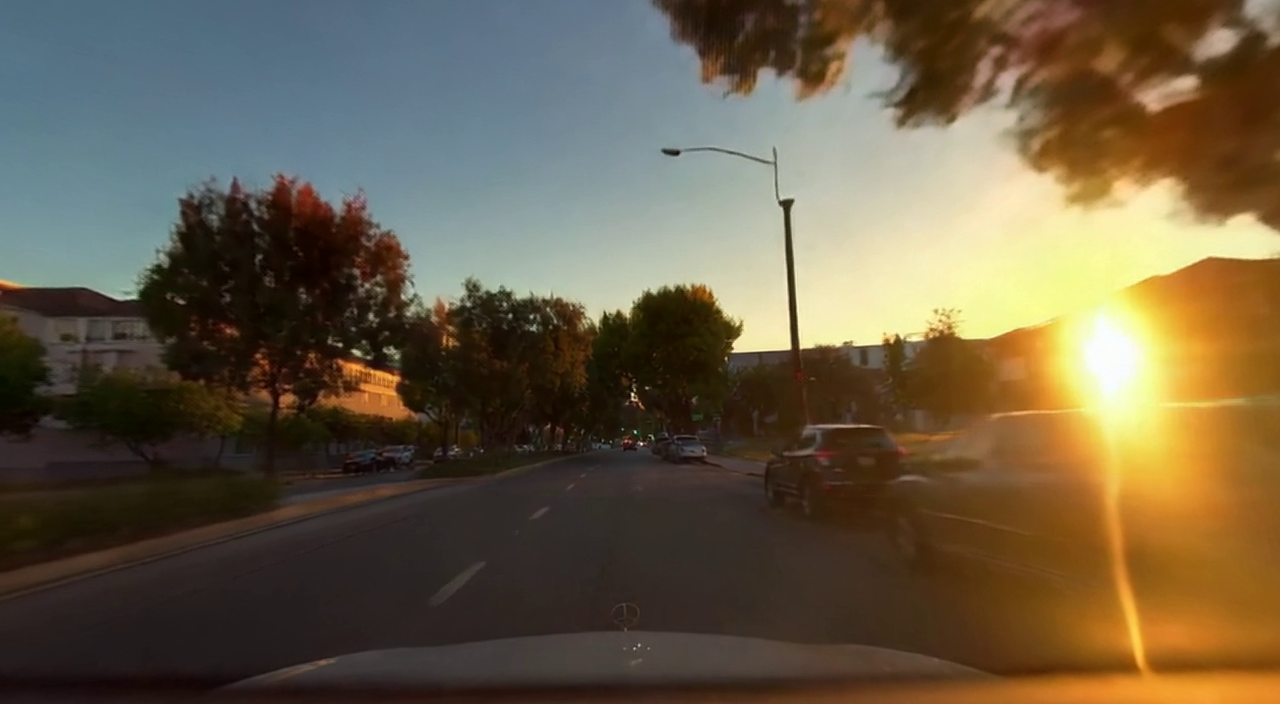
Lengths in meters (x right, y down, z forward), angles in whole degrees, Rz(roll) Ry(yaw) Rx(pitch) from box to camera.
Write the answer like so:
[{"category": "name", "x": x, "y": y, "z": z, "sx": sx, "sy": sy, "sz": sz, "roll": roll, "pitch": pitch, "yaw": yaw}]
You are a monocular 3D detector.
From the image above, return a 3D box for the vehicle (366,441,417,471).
[{"category": "vehicle", "x": -18.666, "y": 7.807, "z": 47.671, "sx": 2.007, "sy": 1.806, "sz": 4.707, "roll": -6, "pitch": -7, "yaw": -2}]

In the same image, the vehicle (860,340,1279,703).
[{"category": "vehicle", "x": 3.486, "y": 1.125, "z": 4.846, "sx": 1.951, "sy": 1.728, "sz": 4.623, "roll": 0, "pitch": -8, "yaw": 0}]

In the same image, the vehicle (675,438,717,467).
[{"category": "vehicle", "x": 3.033, "y": 5.499, "z": 34.963, "sx": 1.924, "sy": 1.492, "sz": 4.587, "roll": 0, "pitch": -8, "yaw": 0}]

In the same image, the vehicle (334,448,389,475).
[{"category": "vehicle", "x": -18.637, "y": 7.296, "z": 42.441, "sx": 1.791, "sy": 1.461, "sz": 4.496, "roll": -5, "pitch": -7, "yaw": -2}]
